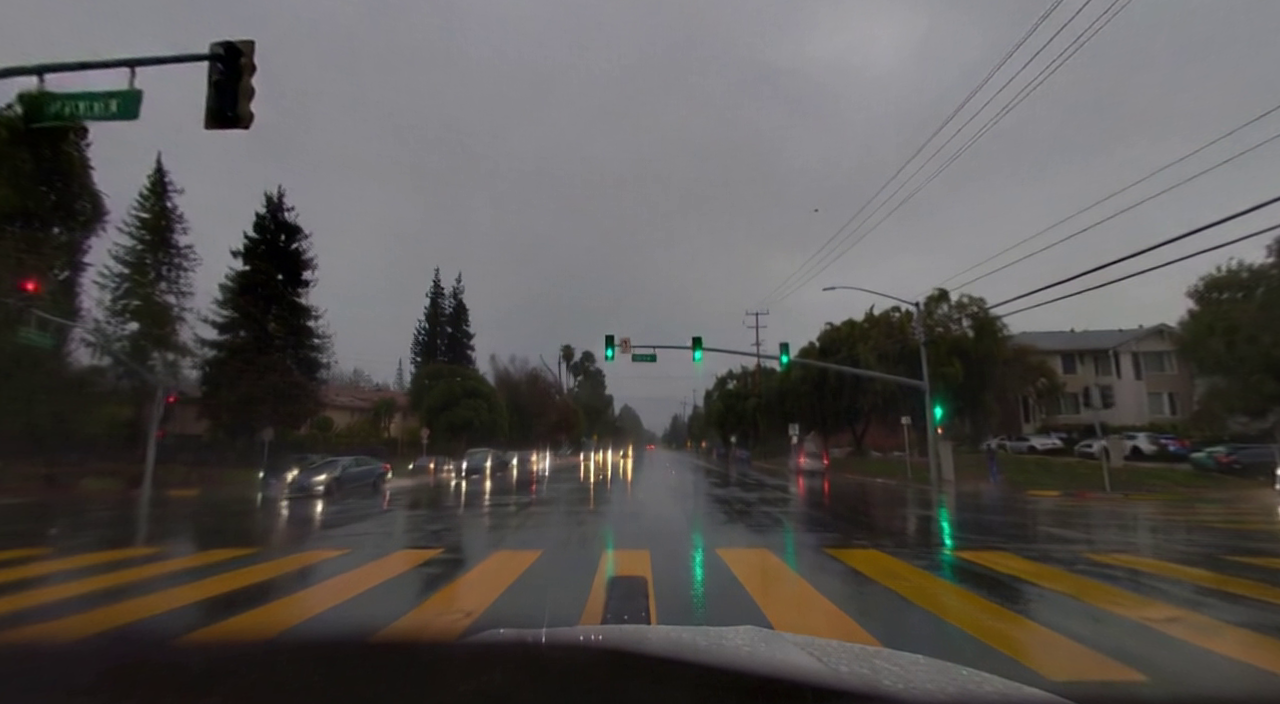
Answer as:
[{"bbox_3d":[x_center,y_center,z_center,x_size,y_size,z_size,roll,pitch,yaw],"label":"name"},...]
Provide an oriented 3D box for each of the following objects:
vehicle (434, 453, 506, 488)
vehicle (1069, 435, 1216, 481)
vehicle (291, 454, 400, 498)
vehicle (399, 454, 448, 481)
[{"bbox_3d":[-7.712,5.383,29.029,1.958,1.415,4.312,-1,-8,2],"label":"vehicle"},{"bbox_3d":[25.310,5.336,32.076,2.177,2.086,5.514,2,-9,-13],"label":"vehicle"},{"bbox_3d":[-10.991,4.630,23.936,2.007,1.451,4.242,0,-8,1],"label":"vehicle"},{"bbox_3d":[-13.916,7.449,40.757,1.783,1.592,3.978,0,-8,0],"label":"vehicle"}]
